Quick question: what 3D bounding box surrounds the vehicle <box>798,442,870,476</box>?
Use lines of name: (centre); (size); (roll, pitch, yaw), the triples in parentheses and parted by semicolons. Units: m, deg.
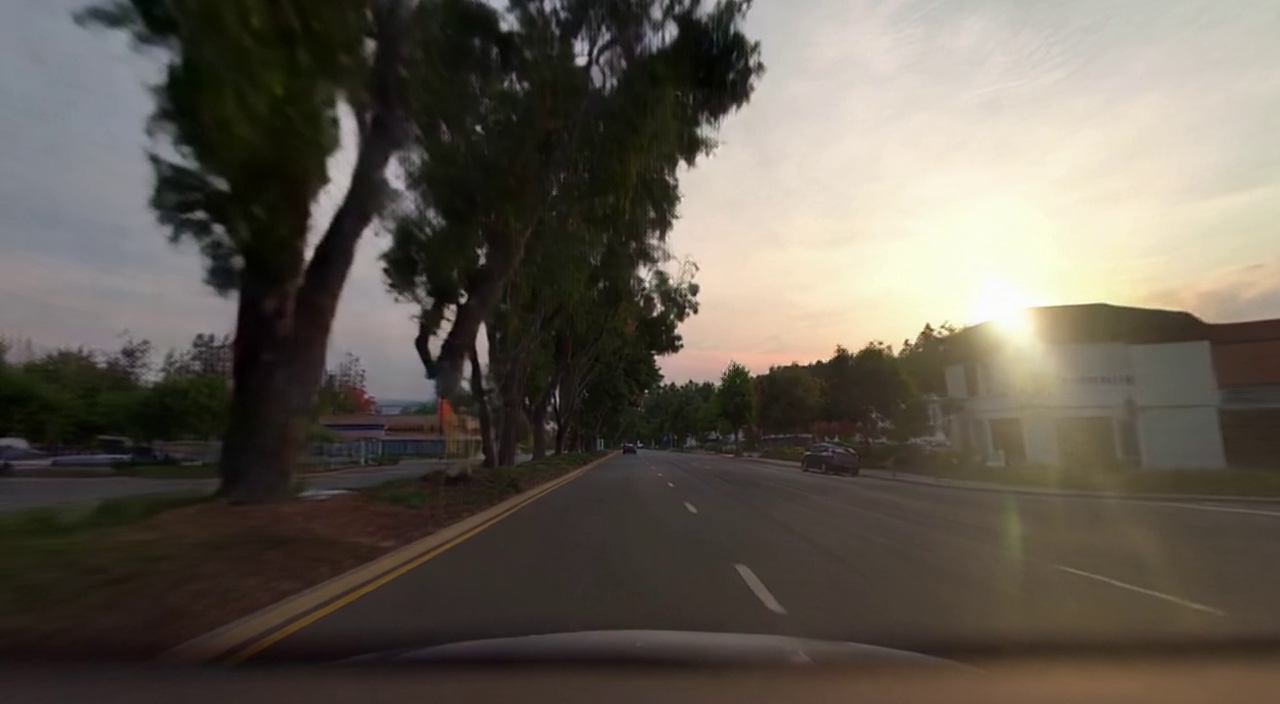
vehicle: (9.489, 5.272, 31.327); (1.981, 1.557, 4.456); (1, -9, -3)
